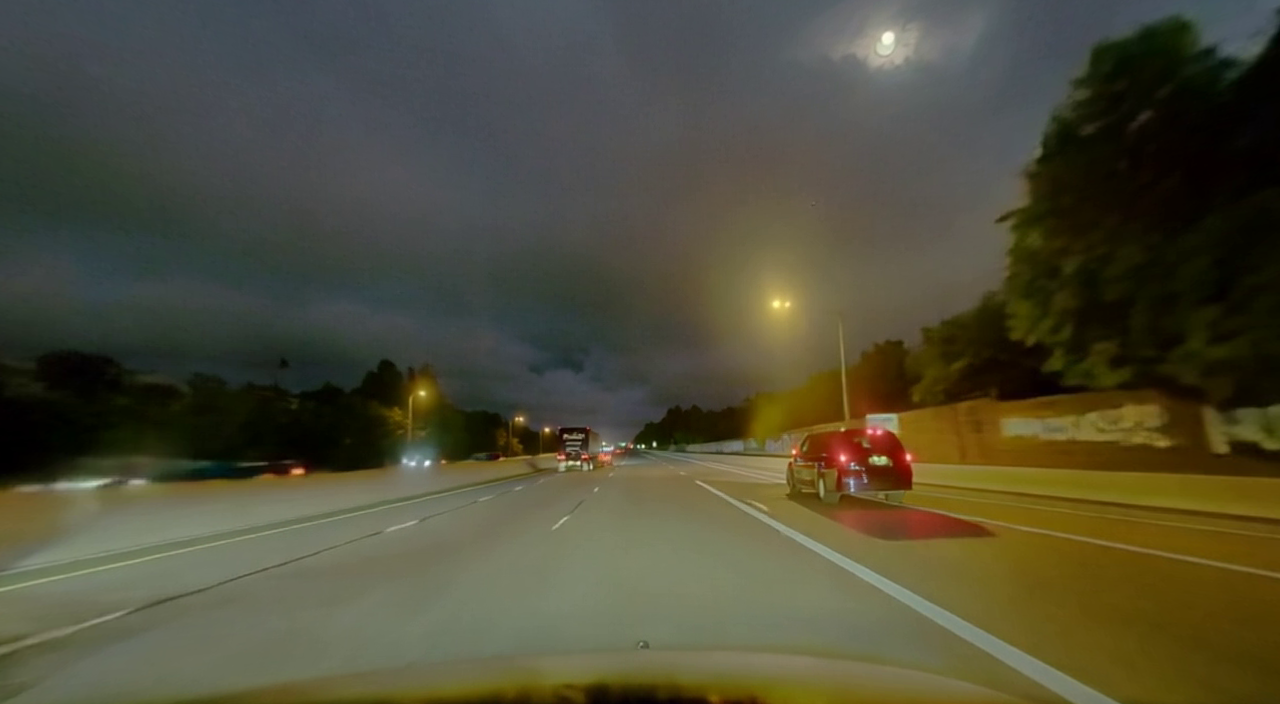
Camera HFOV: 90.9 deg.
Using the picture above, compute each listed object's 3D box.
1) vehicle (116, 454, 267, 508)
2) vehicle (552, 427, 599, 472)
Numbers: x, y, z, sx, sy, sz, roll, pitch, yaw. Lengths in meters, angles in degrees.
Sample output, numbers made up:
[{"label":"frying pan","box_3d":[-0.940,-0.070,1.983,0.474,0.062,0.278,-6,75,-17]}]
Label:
[{"label":"vehicle","box_3d":[-13.383,3.822,19.100,1.849,1.408,3.676,0,-9,0]},{"label":"vehicle","box_3d":[-3.850,5.985,38.753,2.305,2.517,5.486,0,-9,0]}]
